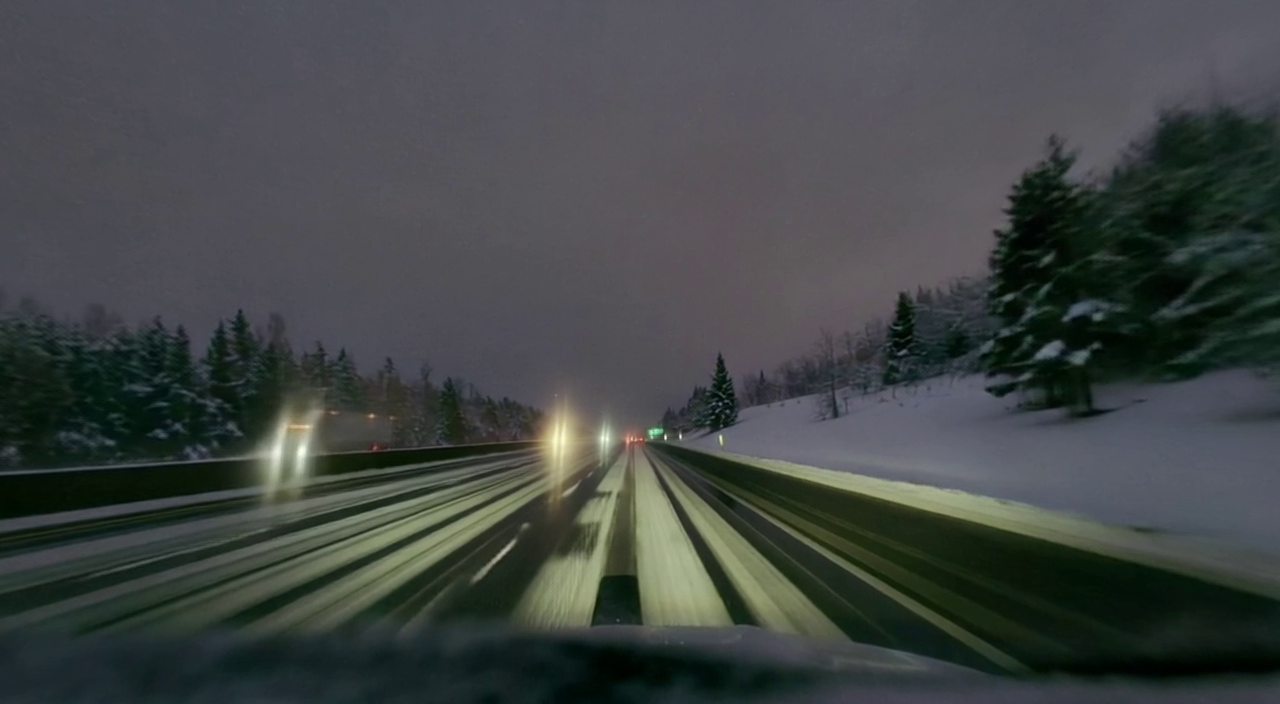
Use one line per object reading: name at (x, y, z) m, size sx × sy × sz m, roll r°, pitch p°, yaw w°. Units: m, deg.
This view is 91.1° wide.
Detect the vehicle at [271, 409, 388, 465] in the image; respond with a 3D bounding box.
vehicle at (-23.396, 6.563, 48.509) m, size 3.093 × 3.762 × 12.209 m, roll 0°, pitch -8°, yaw -2°
